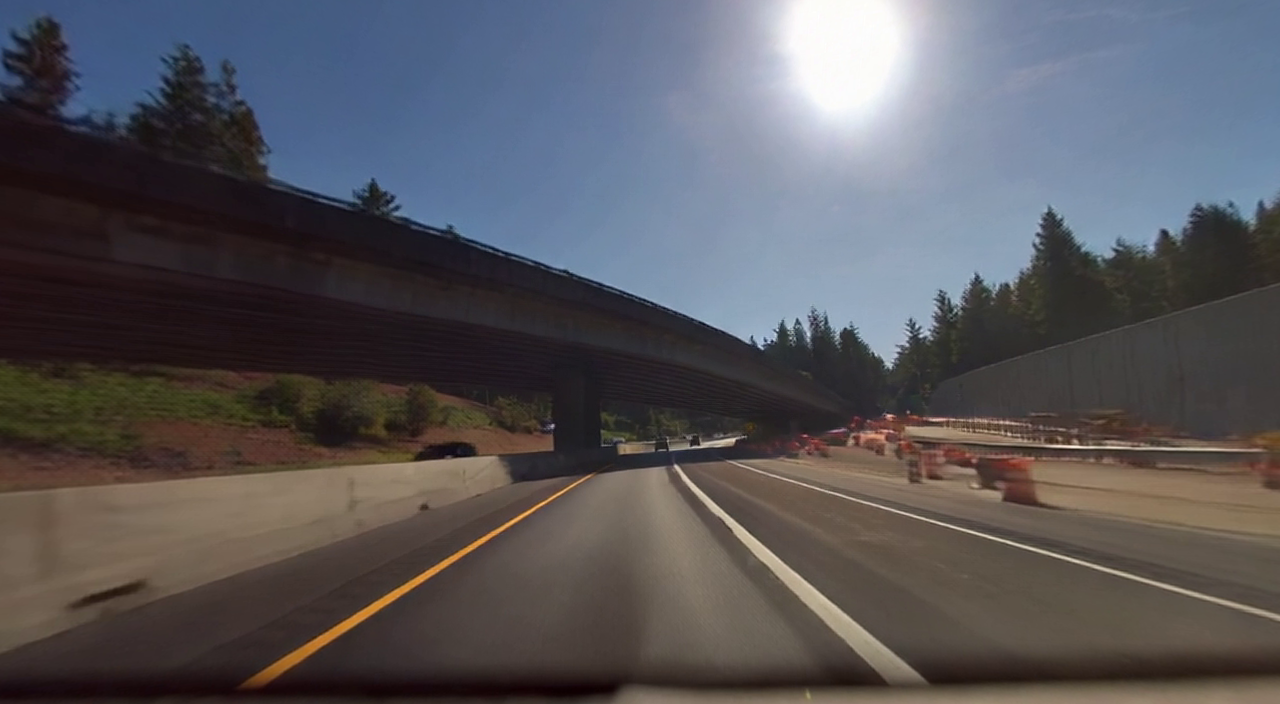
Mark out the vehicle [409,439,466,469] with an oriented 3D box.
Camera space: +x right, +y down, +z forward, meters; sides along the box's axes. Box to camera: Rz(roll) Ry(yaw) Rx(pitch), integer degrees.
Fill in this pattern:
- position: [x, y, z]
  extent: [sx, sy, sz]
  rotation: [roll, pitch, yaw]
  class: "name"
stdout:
- position: [-9.962, 5.012, 31.247]
  extent: [1.667, 1.399, 3.428]
  rotation: [0, -8, 1]
  class: "vehicle"
